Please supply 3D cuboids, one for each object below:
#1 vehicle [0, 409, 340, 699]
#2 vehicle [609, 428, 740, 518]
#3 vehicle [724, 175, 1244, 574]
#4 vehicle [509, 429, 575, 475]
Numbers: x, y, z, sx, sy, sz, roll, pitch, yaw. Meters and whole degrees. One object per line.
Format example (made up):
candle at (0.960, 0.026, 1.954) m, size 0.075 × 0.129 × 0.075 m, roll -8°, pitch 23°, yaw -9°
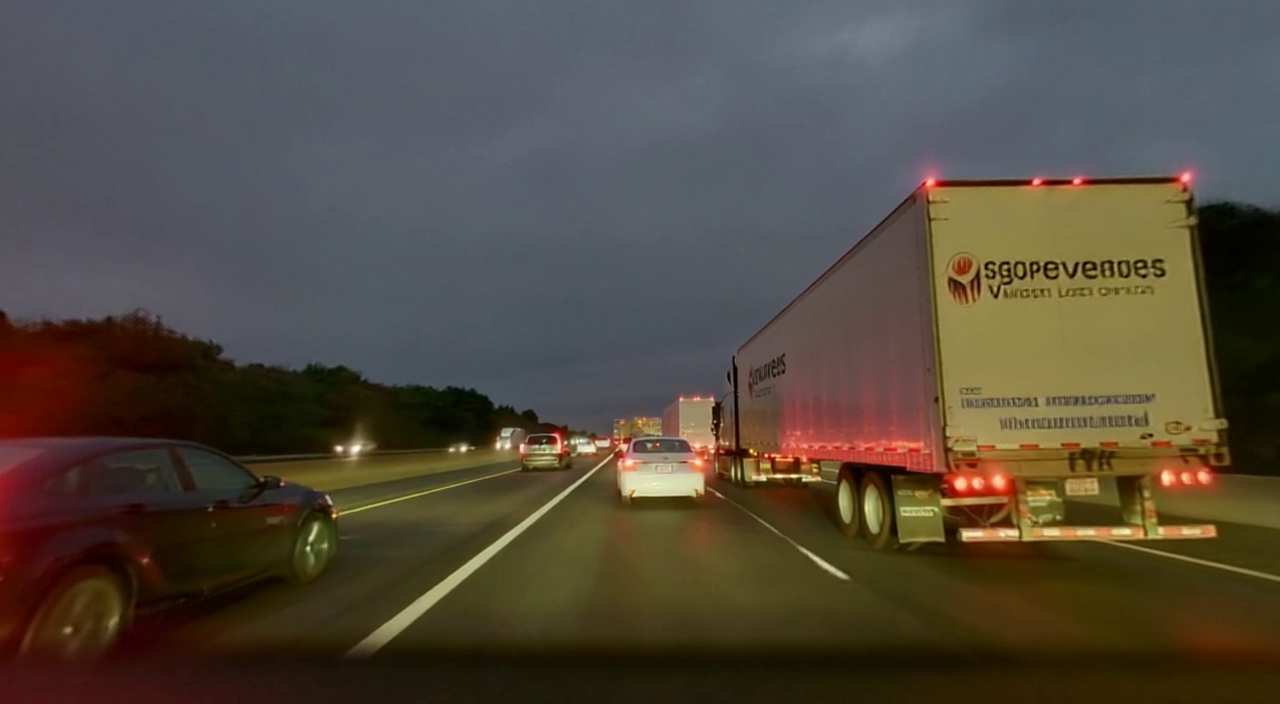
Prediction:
vehicle at (-4.375, 1.224, 4.575) m, size 2.100 × 1.491 × 4.676 m, roll 0°, pitch -8°, yaw 0°
vehicle at (0.492, 2.315, 12.730) m, size 2.200 × 1.495 × 4.282 m, roll 0°, pitch -8°, yaw -2°
vehicle at (4.344, 1.116, 13.558) m, size 2.883 × 4.070 × 14.423 m, roll 0°, pitch -8°, yaw -1°
vehicle at (-3.908, 4.047, 25.854) m, size 2.006 × 1.729 × 4.447 m, roll 0°, pitch -8°, yaw 0°
